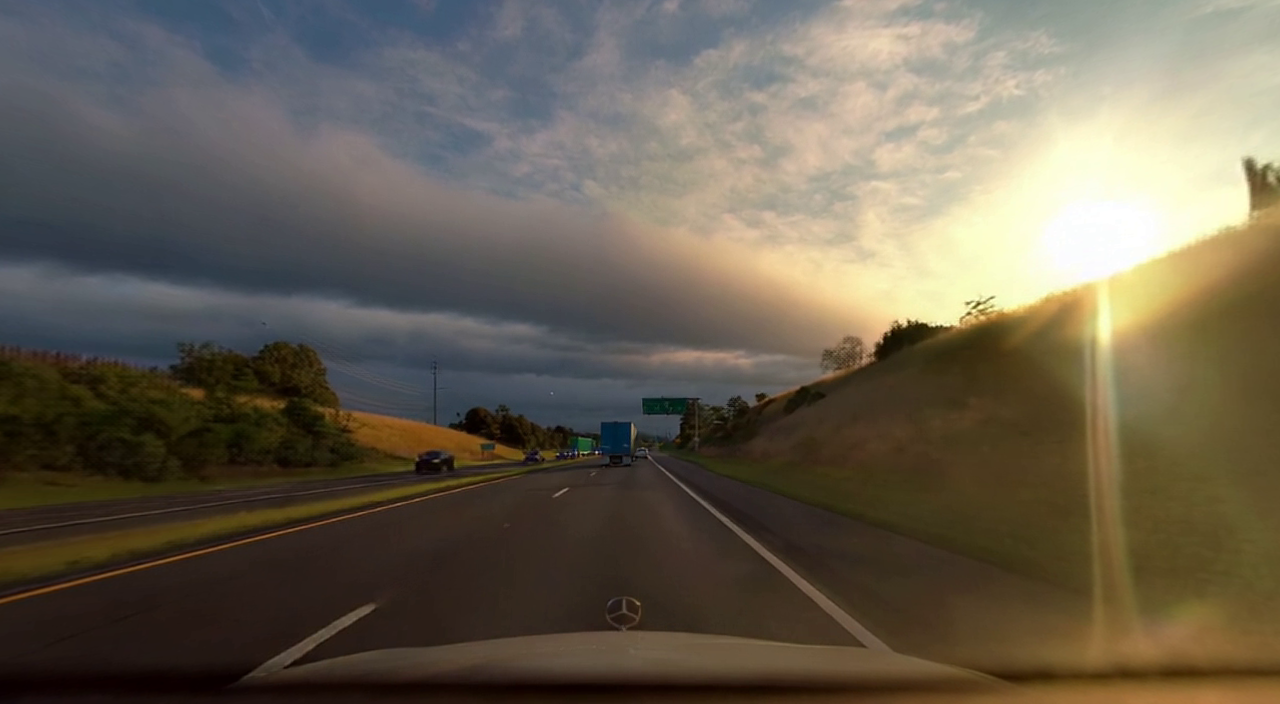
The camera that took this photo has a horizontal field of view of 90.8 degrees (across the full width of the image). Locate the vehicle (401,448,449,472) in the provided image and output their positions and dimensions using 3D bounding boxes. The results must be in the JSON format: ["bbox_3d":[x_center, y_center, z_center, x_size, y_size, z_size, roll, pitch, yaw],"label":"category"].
[{"bbox_3d":[-15.682,7.892,46.341,1.997,1.664,4.385,0,-9,0],"label":"vehicle"}]

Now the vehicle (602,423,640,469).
[{"bbox_3d":[-1.438,7.263,48.708,2.704,3.270,6.745,0,-9,-2],"label":"vehicle"}]
